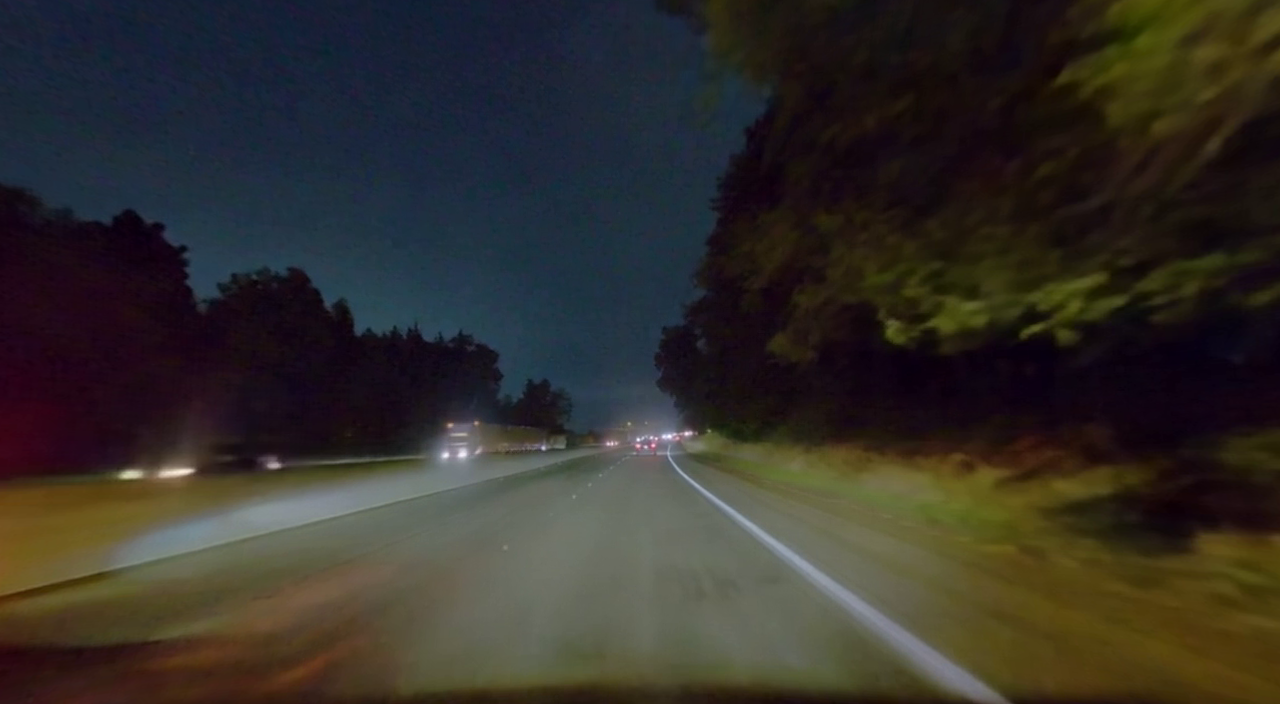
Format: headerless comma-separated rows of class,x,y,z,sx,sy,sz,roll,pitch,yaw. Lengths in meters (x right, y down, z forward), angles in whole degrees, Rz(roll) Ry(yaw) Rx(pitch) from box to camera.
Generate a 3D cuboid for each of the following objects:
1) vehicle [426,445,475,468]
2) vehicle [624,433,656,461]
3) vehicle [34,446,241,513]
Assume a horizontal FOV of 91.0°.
vehicle,-13.024,7.162,43.468,1.931,1.456,4.160,-1,-8,3
vehicle,0.028,6.666,44.305,2.188,1.825,4.282,-1,-8,1
vehicle,-13.186,3.325,16.969,1.935,1.490,4.367,-1,-8,1
